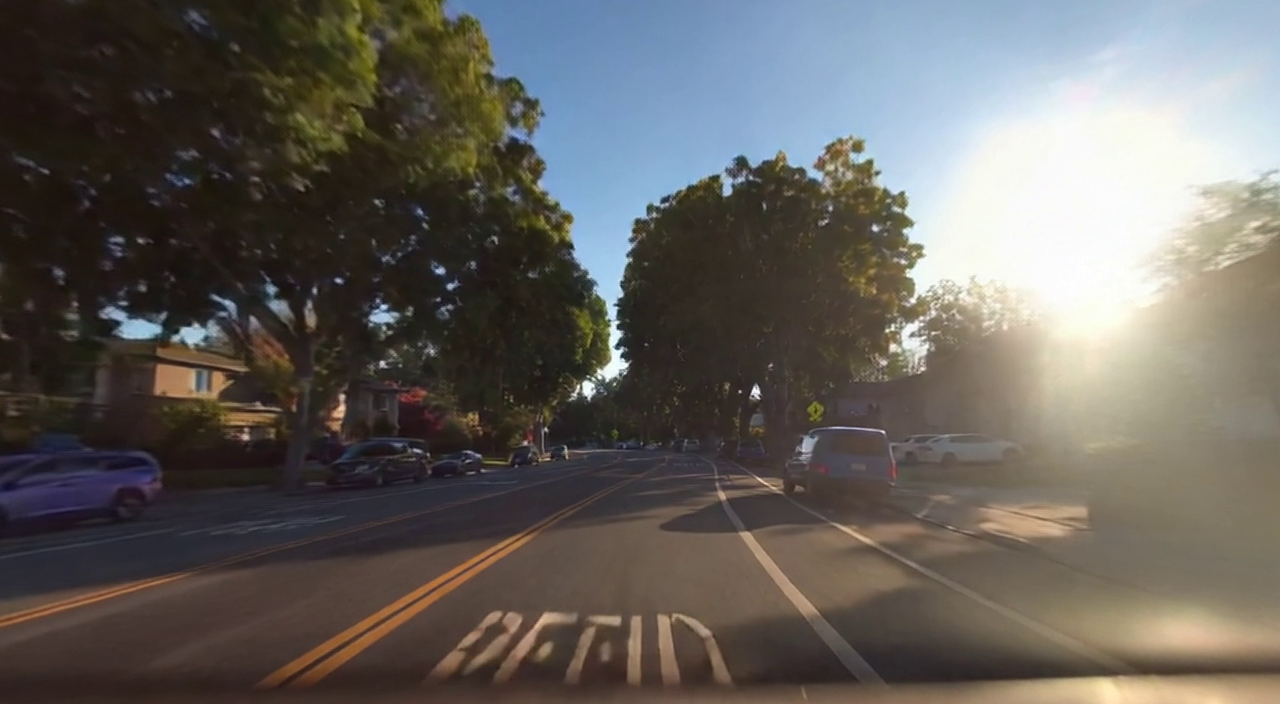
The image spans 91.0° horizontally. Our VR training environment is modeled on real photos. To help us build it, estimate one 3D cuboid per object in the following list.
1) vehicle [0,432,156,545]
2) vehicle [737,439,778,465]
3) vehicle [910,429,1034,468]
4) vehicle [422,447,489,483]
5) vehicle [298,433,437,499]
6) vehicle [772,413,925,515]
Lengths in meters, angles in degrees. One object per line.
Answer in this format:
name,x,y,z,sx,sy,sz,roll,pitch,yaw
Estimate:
vehicle,-11.220,2.356,10.785,2.105,1.776,4.657,-4,-9,1
vehicle,8.745,7.443,47.277,1.954,1.732,6.409,2,-8,1
vehicle,15.668,4.568,29.970,4.637,1.661,2.158,-3,-8,9
vehicle,-9.142,5.588,31.546,1.967,1.488,4.216,-6,-9,1
vehicle,-9.964,4.202,23.619,2.450,1.998,5.367,-6,-9,5
vehicle,5.234,2.913,17.117,2.574,2.156,6.672,0,-8,6
